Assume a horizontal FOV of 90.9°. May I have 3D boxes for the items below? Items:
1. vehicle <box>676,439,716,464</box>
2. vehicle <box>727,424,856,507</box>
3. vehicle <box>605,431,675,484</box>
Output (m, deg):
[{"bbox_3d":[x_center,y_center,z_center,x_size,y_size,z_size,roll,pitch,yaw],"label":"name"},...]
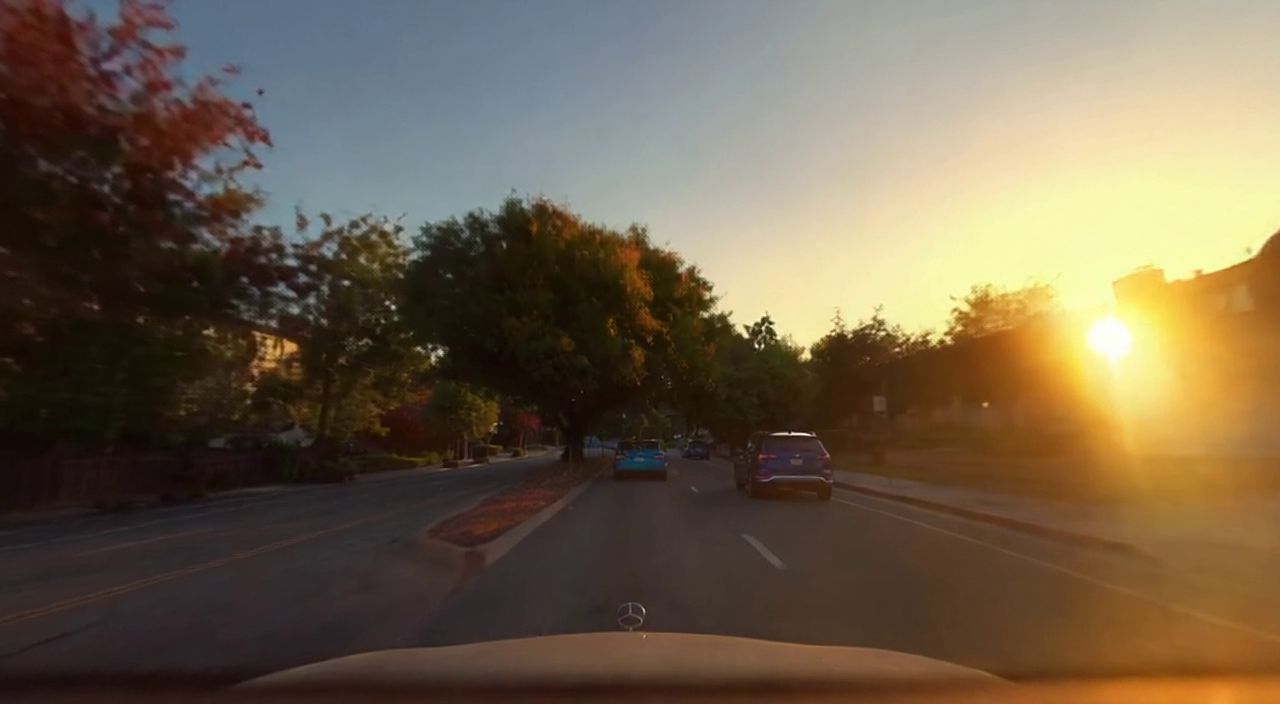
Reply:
[{"bbox_3d":[3.530,6.365,40.504,2.099,1.463,4.130,0,-8,-1],"label":"vehicle"},{"bbox_3d":[3.483,2.703,15.508,2.024,1.711,4.512,0,-8,0],"label":"vehicle"},{"bbox_3d":[0.021,3.635,22.009,2.200,1.653,4.127,0,-8,1],"label":"vehicle"}]
